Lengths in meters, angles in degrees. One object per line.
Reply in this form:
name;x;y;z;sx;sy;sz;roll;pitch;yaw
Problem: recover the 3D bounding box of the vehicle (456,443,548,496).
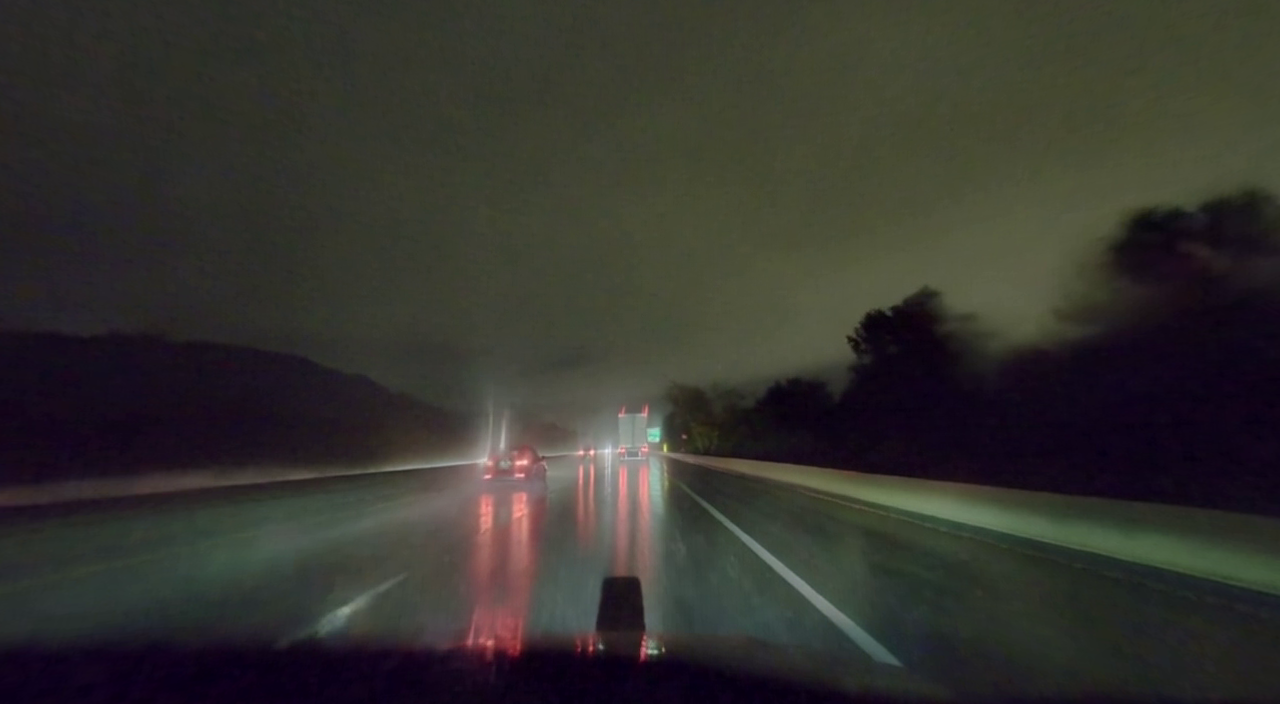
vehicle;-4.271;3.705;20.244;1.978;1.507;4.062;0;-9;0
